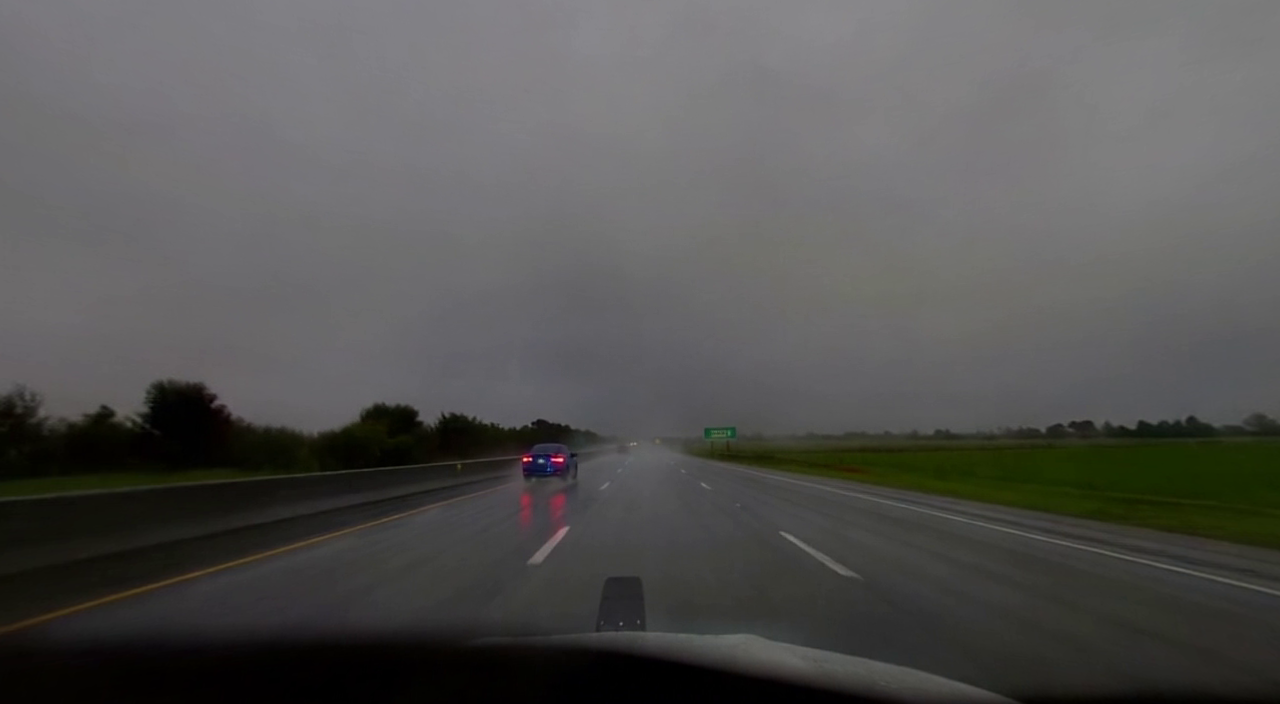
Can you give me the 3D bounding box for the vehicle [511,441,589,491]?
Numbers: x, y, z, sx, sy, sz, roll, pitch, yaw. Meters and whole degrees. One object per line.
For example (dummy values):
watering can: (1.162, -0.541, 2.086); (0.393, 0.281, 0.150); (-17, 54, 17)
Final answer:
vehicle: (-2.951, 3.846, 21.583); (1.945, 1.537, 4.294); (0, -9, 1)
